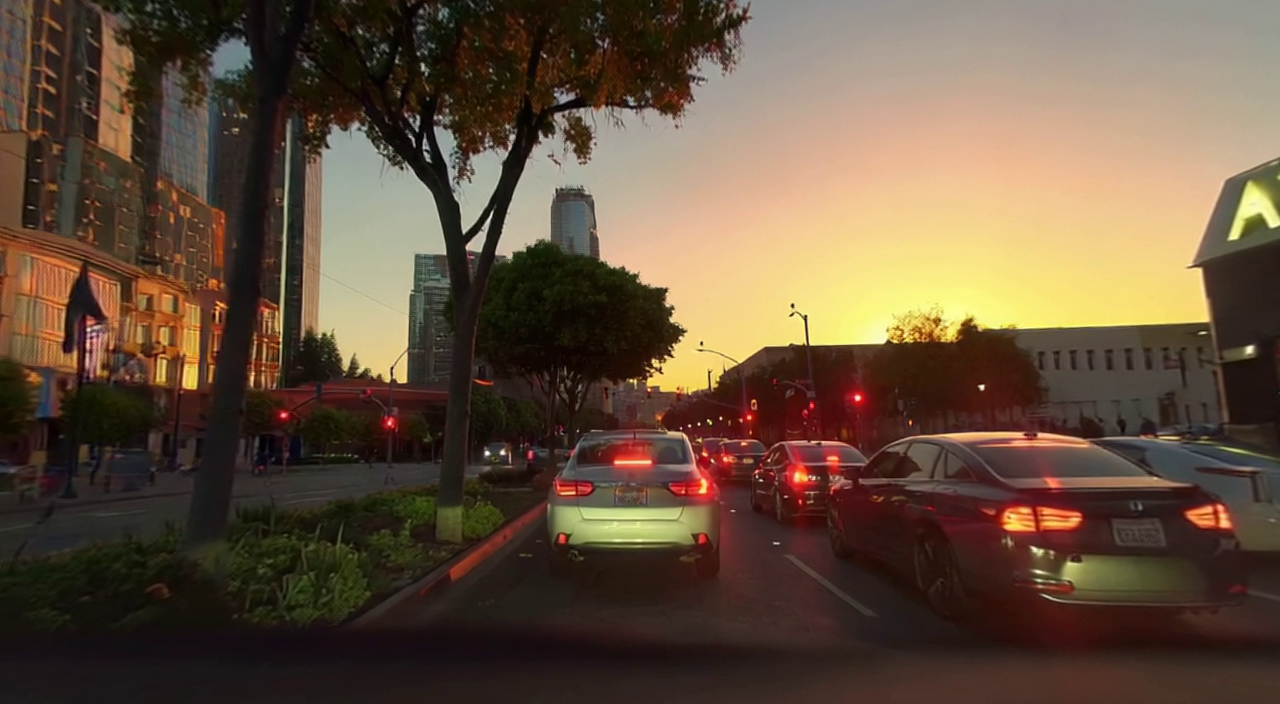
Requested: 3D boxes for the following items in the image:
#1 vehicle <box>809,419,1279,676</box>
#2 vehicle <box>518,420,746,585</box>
[{"bbox_3d":[3.219,1.468,5.974,1.912,1.454,4.537,0,-9,-1],"label":"vehicle"},{"bbox_3d":[-0.111,1.703,7.948,2.118,1.512,4.013,0,-9,-1],"label":"vehicle"}]
